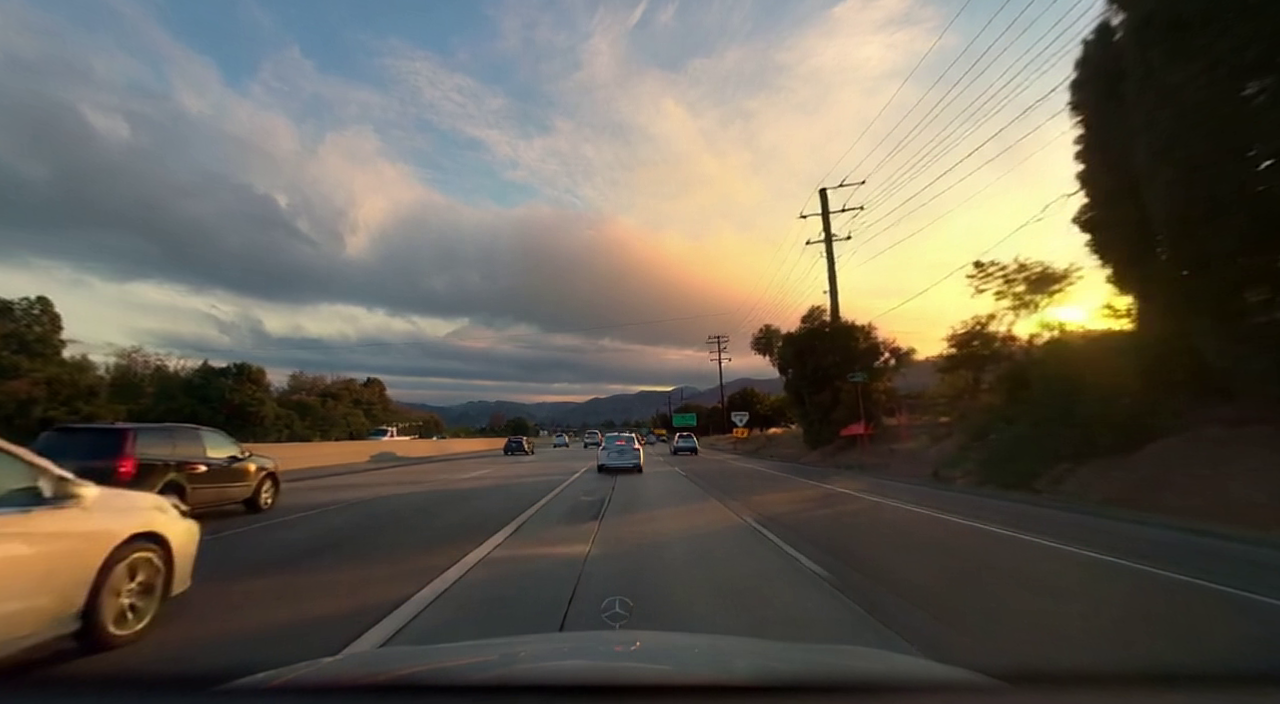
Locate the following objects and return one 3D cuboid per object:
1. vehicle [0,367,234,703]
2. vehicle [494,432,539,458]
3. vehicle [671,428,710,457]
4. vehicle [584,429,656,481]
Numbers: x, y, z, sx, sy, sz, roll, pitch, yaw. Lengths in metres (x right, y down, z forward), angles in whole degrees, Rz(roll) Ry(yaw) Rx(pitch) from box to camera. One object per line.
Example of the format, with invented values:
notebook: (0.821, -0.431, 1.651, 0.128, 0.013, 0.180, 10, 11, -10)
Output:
vehicle: (-3.830, 0.778, 2.117, 1.901, 1.601, 4.610, 0, -8, -1)
vehicle: (-7.705, 5.812, 39.582, 1.992, 1.494, 4.133, 0, -8, 0)
vehicle: (3.100, 5.660, 39.431, 1.950, 1.695, 4.446, 0, -8, -2)
vehicle: (-0.615, 3.206, 20.027, 2.086, 1.488, 3.440, 0, -8, -1)
